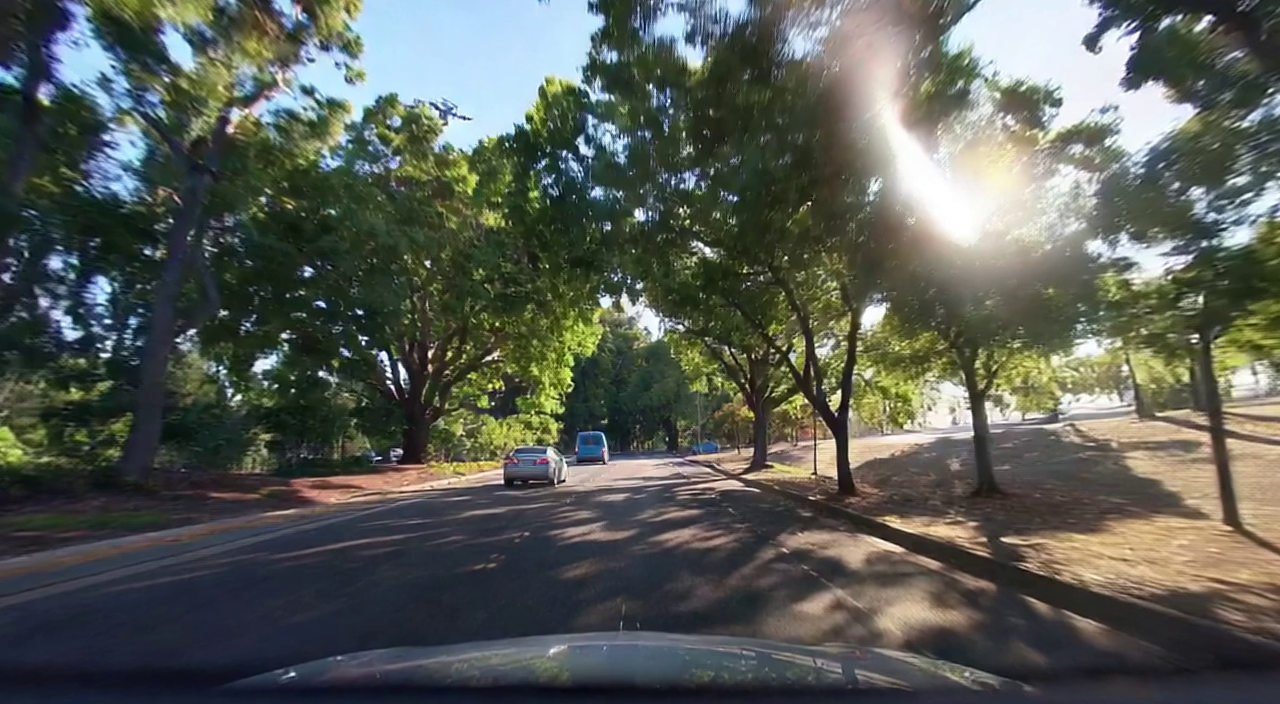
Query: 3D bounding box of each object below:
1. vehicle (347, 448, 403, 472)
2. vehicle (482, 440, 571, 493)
[{"bbox_3d":[-19.212,7.815,46.005,1.965,1.636,4.561,0,-8,1],"label":"vehicle"},{"bbox_3d":[-3.451,3.567,20.039,2.009,1.473,4.028,0,-8,1],"label":"vehicle"}]
